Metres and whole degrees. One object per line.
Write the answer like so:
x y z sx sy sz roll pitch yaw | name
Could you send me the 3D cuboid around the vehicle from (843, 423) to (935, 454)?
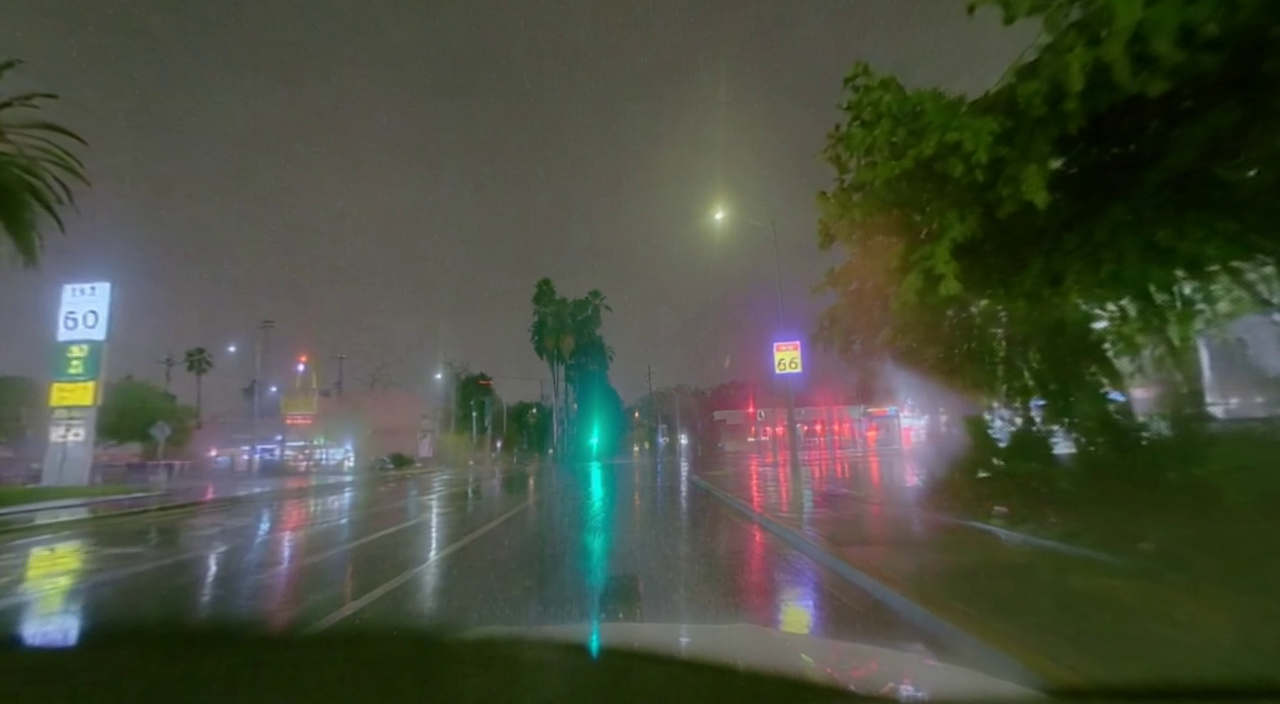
14.928 5.229 37.859 4.640 1.800 2.026 0 -9 -2 | vehicle
